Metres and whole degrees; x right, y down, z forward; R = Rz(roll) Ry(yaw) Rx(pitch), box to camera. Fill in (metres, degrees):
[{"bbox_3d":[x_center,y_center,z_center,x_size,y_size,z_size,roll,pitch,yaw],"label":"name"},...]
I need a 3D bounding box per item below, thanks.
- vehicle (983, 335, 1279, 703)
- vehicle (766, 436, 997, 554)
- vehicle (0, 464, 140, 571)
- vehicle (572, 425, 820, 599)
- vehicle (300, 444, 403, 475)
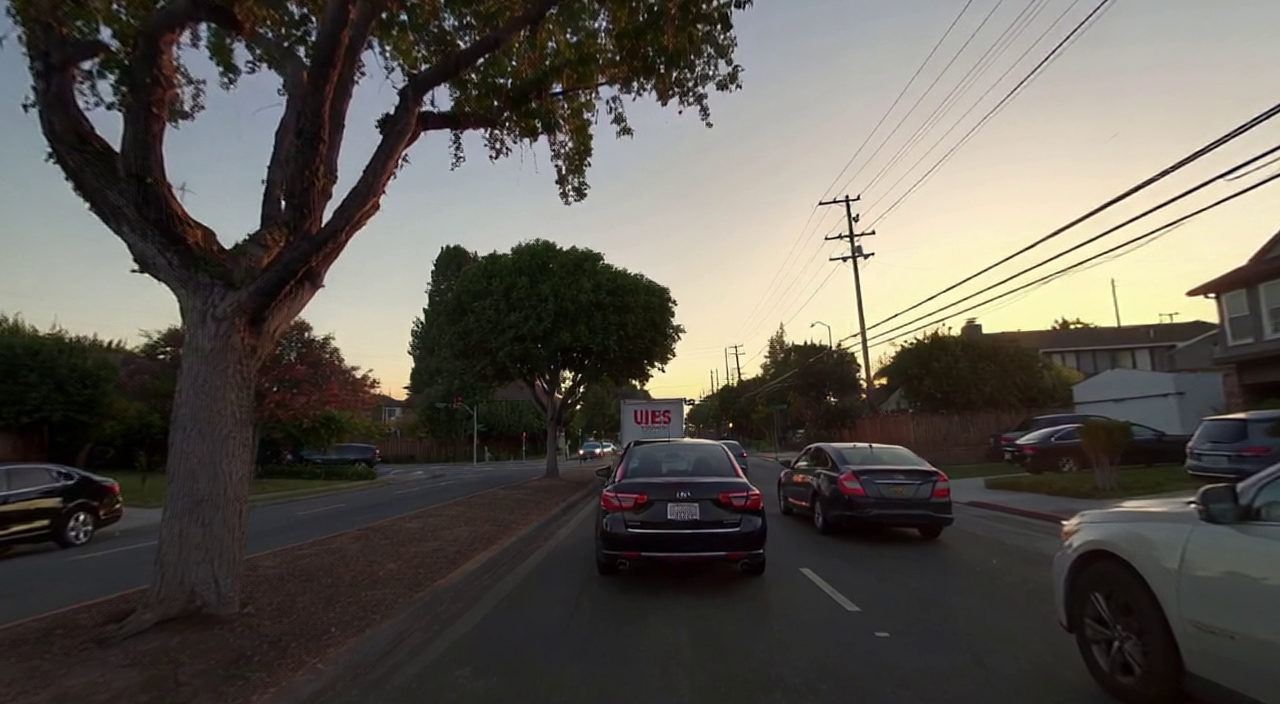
[{"bbox_3d":[3.317,0.735,1.752,2.069,1.722,4.888,0,-8,2],"label":"vehicle"},{"bbox_3d":[3.519,2.152,10.275,1.993,1.479,4.487,0,-8,0],"label":"vehicle"},{"bbox_3d":[-10.343,2.479,9.289,1.925,1.482,4.753,0,-8,1],"label":"vehicle"},{"bbox_3d":[0.483,1.727,7.741,2.158,1.499,4.377,0,-8,0],"label":"vehicle"},{"bbox_3d":[-17.433,6.494,38.110,5.274,1.793,1.921,0,-8,2],"label":"vehicle"}]
